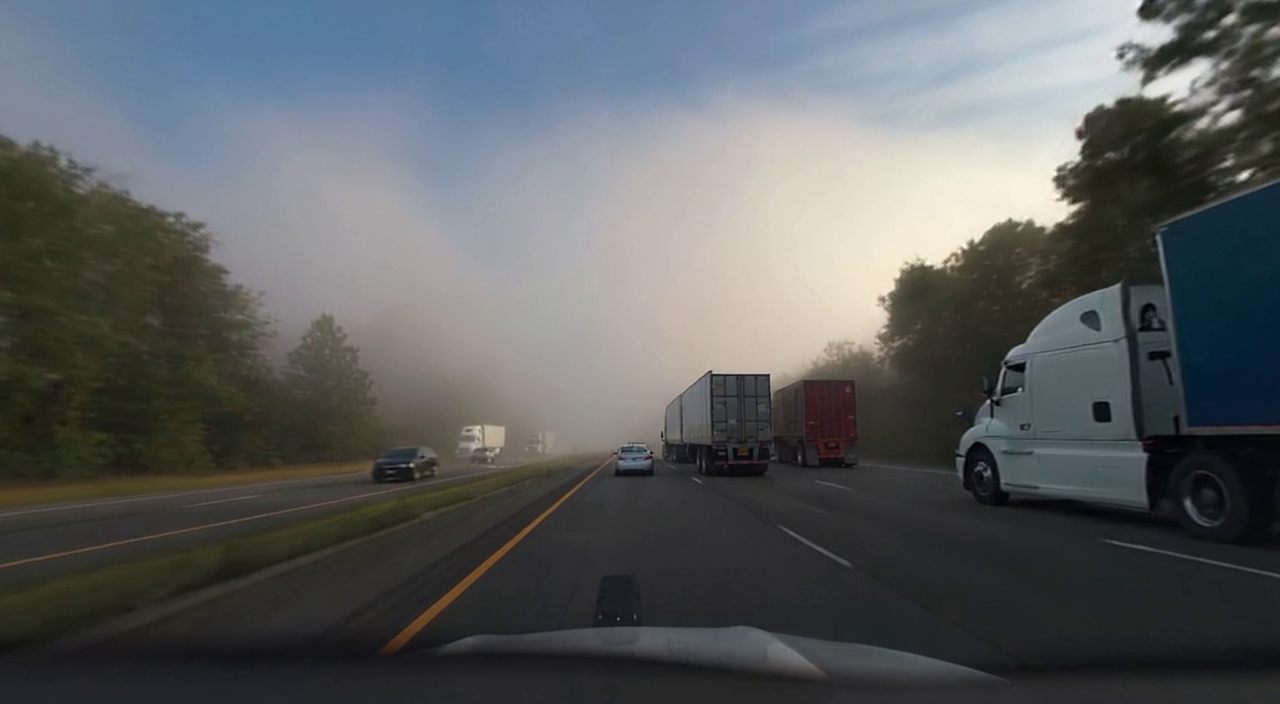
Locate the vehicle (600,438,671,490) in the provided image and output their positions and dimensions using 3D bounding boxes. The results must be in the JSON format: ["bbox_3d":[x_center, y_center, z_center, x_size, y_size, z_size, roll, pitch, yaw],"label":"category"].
[{"bbox_3d":[-0.184,3.500,20.217,2.038,1.477,3.773,0,-8,-2],"label":"vehicle"}]

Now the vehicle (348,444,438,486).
[{"bbox_3d":[-9.776,4.466,25.305,1.890,1.468,4.193,0,-8,0],"label":"vehicle"}]

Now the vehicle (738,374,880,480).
[{"bbox_3d":[7.692,3.852,31.680,2.876,4.111,14.145,0,-8,-2],"label":"vehicle"}]

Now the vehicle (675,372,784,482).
[{"bbox_3d":[3.745,3.753,30.786,2.888,4.099,14.183,0,-8,-2],"label":"vehicle"}]

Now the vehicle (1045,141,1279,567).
[{"bbox_3d":[8.160,-0.483,2.737,3.110,4.308,14.260,0,-8,-1],"label":"vehicle"}]
